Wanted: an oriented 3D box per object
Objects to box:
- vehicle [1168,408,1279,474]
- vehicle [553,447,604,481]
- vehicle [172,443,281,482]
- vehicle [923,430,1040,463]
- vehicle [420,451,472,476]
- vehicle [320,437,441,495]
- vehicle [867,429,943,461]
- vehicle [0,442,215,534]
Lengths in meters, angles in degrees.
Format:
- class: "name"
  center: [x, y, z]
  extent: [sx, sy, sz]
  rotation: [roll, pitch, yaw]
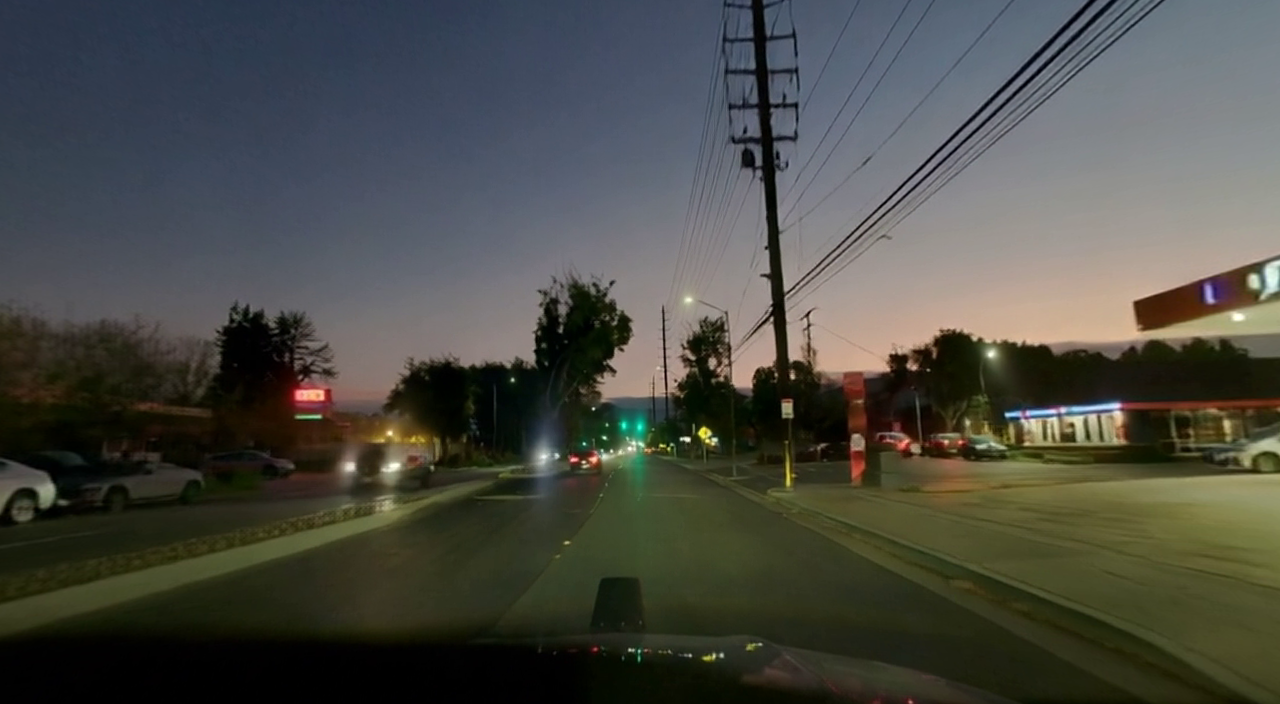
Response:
- class: "vehicle"
  center: [17.388, 2.454, 17.347]
  extent: [1.902, 1.662, 4.615]
  rotation: [-1, -8, 4]
- class: "vehicle"
  center: [-2.926, 5.415, 30.827]
  extent: [2.073, 1.525, 3.968]
  rotation: [0, -8, 0]
- class: "vehicle"
  center: [-23.152, 6.196, 35.447]
  extent: [4.657, 1.806, 2.132]
  rotation: [-3, -9, -1]
- class: "vehicle"
  center: [17.838, 4.954, 33.103]
  extent: [4.943, 1.646, 2.072]
  rotation: [0, -8, -1]
- class: "vehicle"
  center: [-13.573, 7.803, 44.340]
  extent: [2.091, 1.538, 4.451]
  rotation: [-1, -8, 2]
- class: "vehicle"
  center: [-10.141, 4.467, 25.242]
  extent: [2.437, 2.069, 5.159]
  rotation: [-1, -8, 3]
- class: "vehicle"
  center: [17.956, 6.297, 43.016]
  extent: [2.020, 1.972, 4.983]
  rotation: [3, -8, -17]
- class: "vehicle"
  center: [-14.811, 3.611, 17.552]
  extent: [2.353, 2.144, 4.847]
  rotation: [-1, -8, 3]
